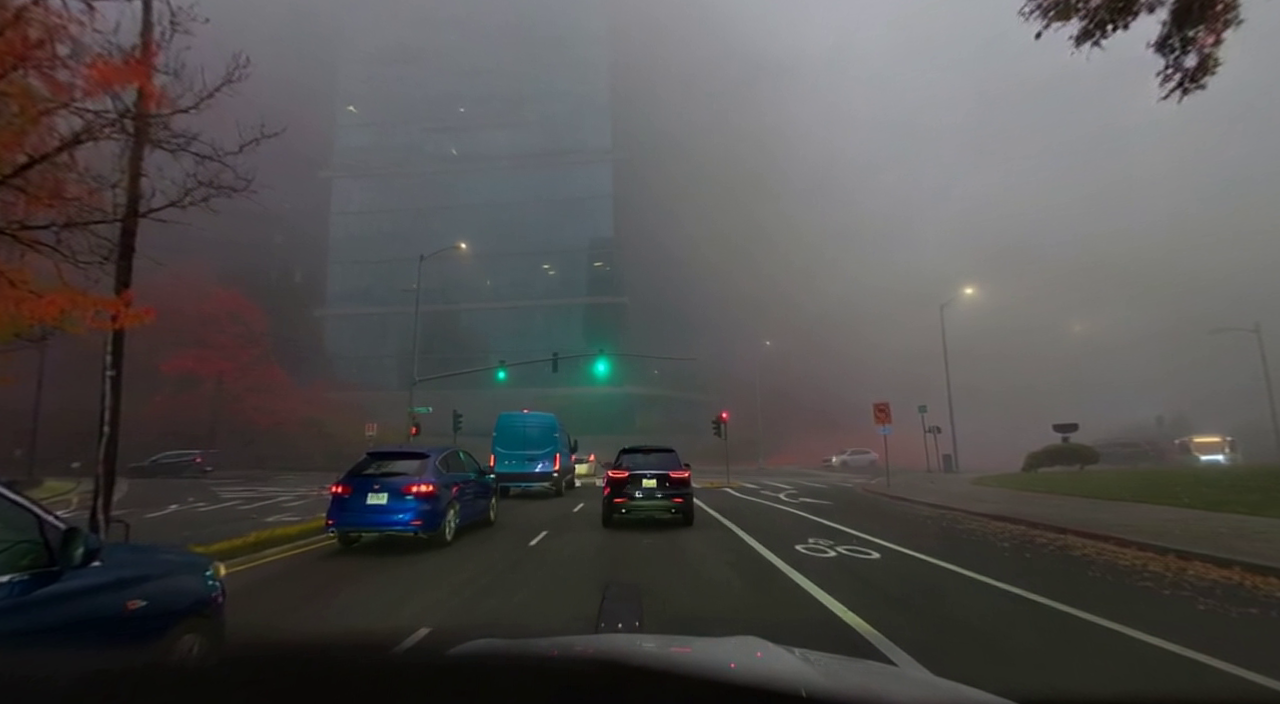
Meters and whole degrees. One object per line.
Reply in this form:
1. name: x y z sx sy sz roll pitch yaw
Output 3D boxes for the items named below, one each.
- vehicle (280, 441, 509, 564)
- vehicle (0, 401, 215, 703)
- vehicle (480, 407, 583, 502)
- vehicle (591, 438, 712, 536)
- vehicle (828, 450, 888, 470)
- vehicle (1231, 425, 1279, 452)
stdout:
1. vehicle: -3.529 2.224 10.032 1.955 1.499 4.223 0 -9 0
2. vehicle: -2.904 0.749 0.886 1.893 1.491 3.798 -1 -9 0
3. vehicle: -3.334 3.344 20.646 2.343 2.635 5.684 0 -9 0
4. vehicle: 0.185 2.511 12.164 1.979 1.562 3.630 -1 -9 0
5. vehicle: 17.186 8.534 49.539 3.988 1.518 1.824 0 -9 -2
6. vehicle: 36.421 5.038 36.265 1.754 1.501 3.833 -4 -10 20
